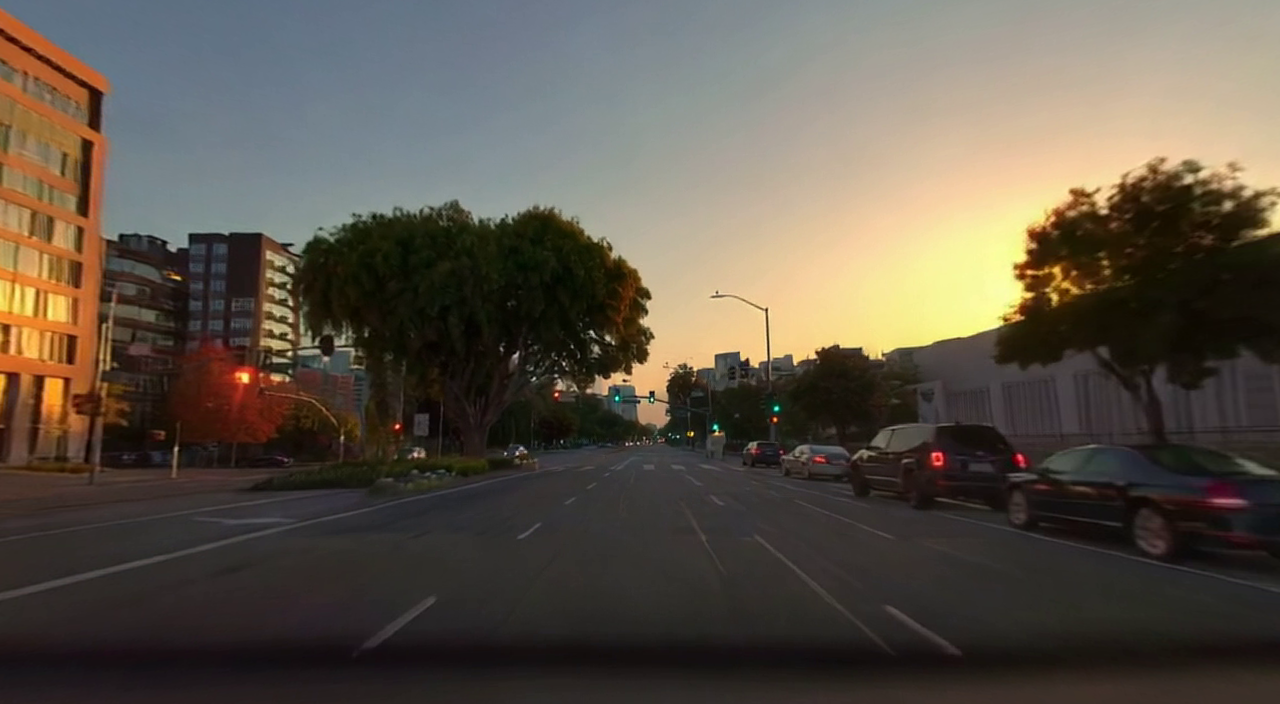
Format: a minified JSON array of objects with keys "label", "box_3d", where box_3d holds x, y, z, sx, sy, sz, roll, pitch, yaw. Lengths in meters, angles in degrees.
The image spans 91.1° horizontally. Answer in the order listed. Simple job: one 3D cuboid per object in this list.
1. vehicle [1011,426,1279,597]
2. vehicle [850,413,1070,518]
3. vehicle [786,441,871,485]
[{"label":"vehicle","box_3d":[6.680,1.704,7.432,1.863,1.512,4.525,0,-9,1]},{"label":"vehicle","box_3d":[6.607,2.421,13.839,2.169,1.876,4.931,0,-9,-1]},{"label":"vehicle","box_3d":[6.945,4.127,23.651,1.880,1.483,4.510,0,-9,1]}]
